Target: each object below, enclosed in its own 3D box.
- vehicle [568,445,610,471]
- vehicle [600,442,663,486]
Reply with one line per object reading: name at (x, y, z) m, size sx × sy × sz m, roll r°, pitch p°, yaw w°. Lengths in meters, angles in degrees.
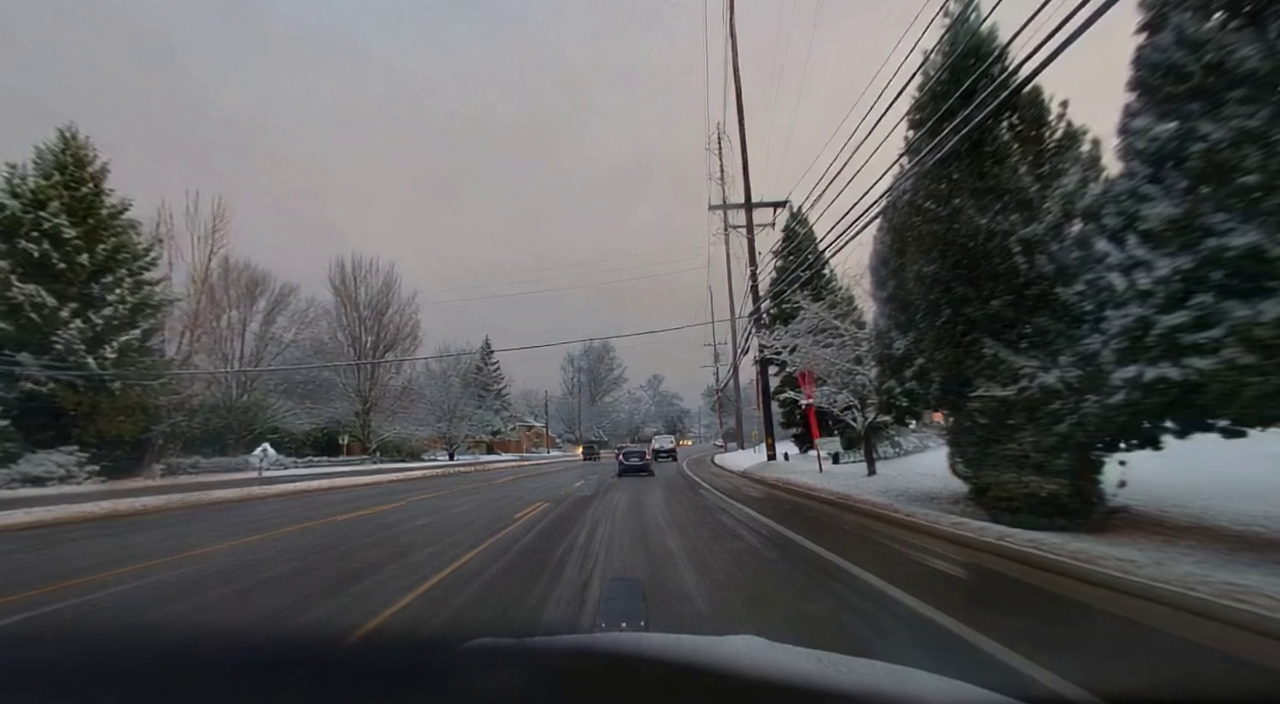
vehicle at (-3.018, 6.357, 38.028) m, size 1.983 × 1.485 × 4.159 m, roll -1°, pitch -8°, yaw 3°
vehicle at (-0.220, 4.143, 23.656) m, size 2.117 × 1.474 × 4.036 m, roll -1°, pitch -8°, yaw 3°
